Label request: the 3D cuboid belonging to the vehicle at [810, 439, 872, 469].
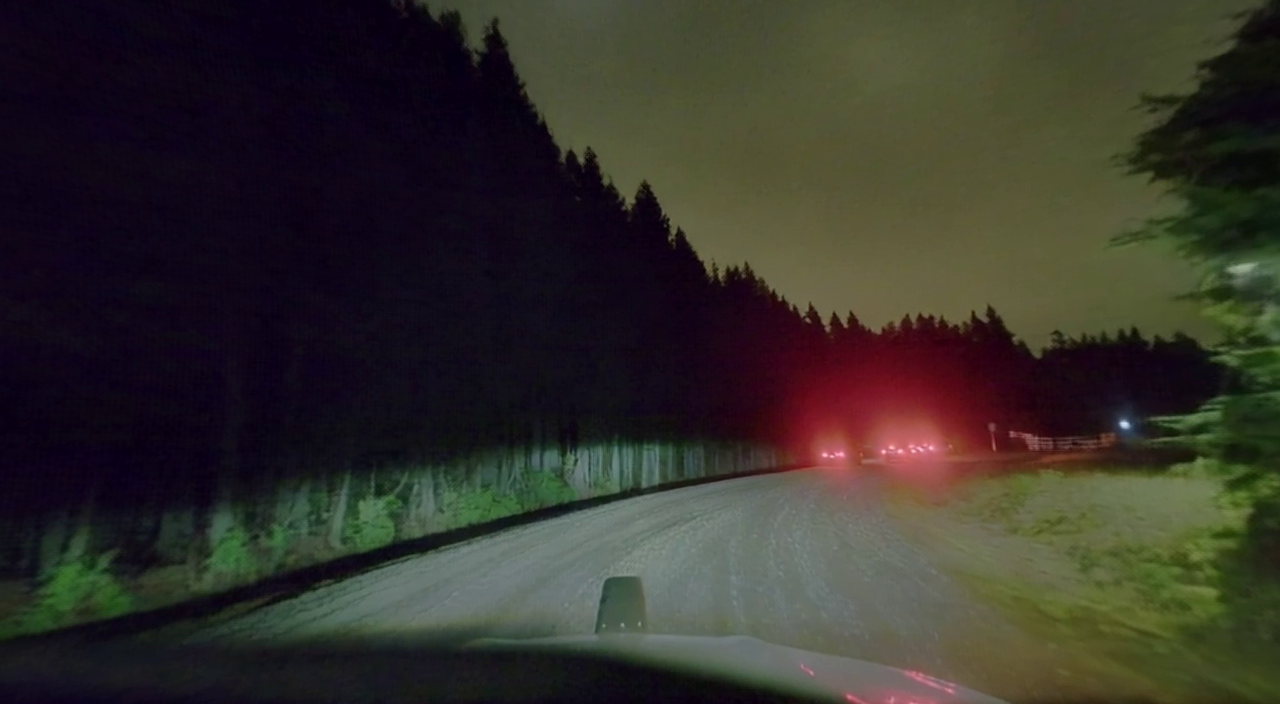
[{"bbox_3d":[12.895,6.507,40.140,4.257,1.789,1.988,9,-11,-43],"label":"vehicle"}]
